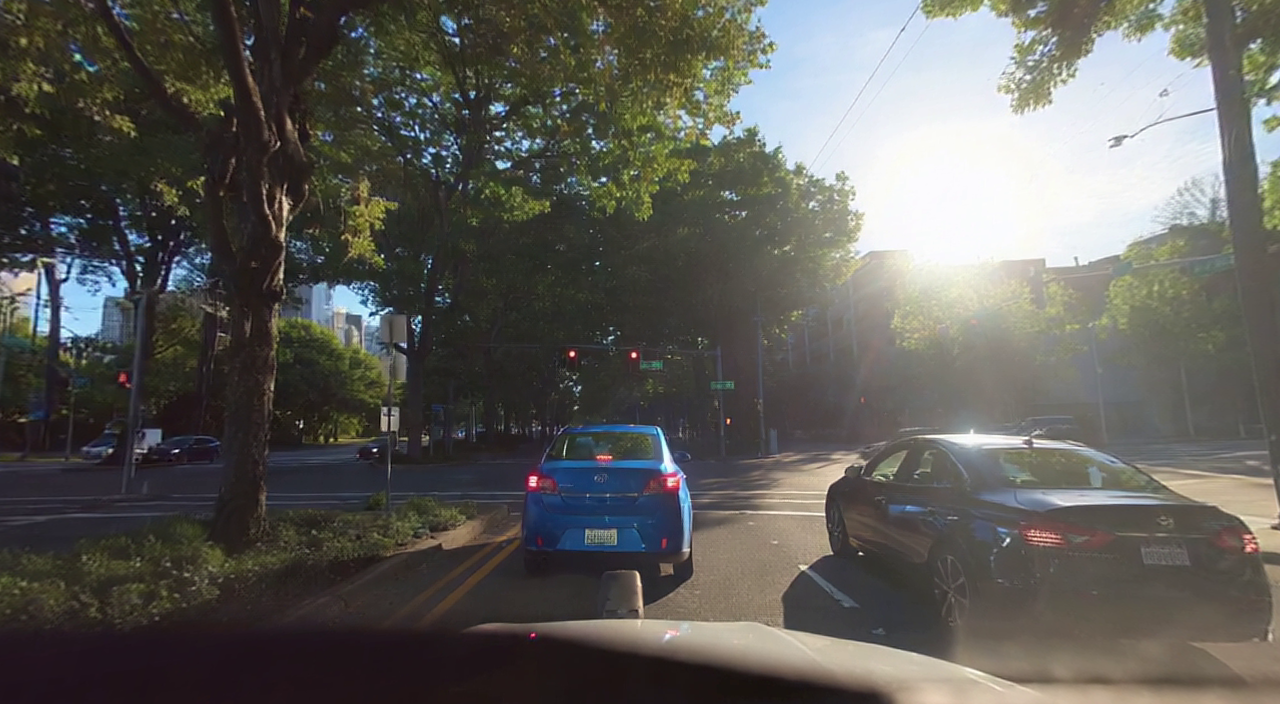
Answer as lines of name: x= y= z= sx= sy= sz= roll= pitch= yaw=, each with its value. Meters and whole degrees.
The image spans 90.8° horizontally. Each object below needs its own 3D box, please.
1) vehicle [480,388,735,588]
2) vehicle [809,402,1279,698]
vehicle: x=-0.346 y=1.522 z=7.799 sx=2.247 sy=1.760 sz=4.231 roll=0 pitch=-9 yaw=-2
vehicle: x=3.170 y=1.401 z=5.751 sx=1.932 sy=1.562 sz=4.629 roll=0 pitch=-9 yaw=-1
